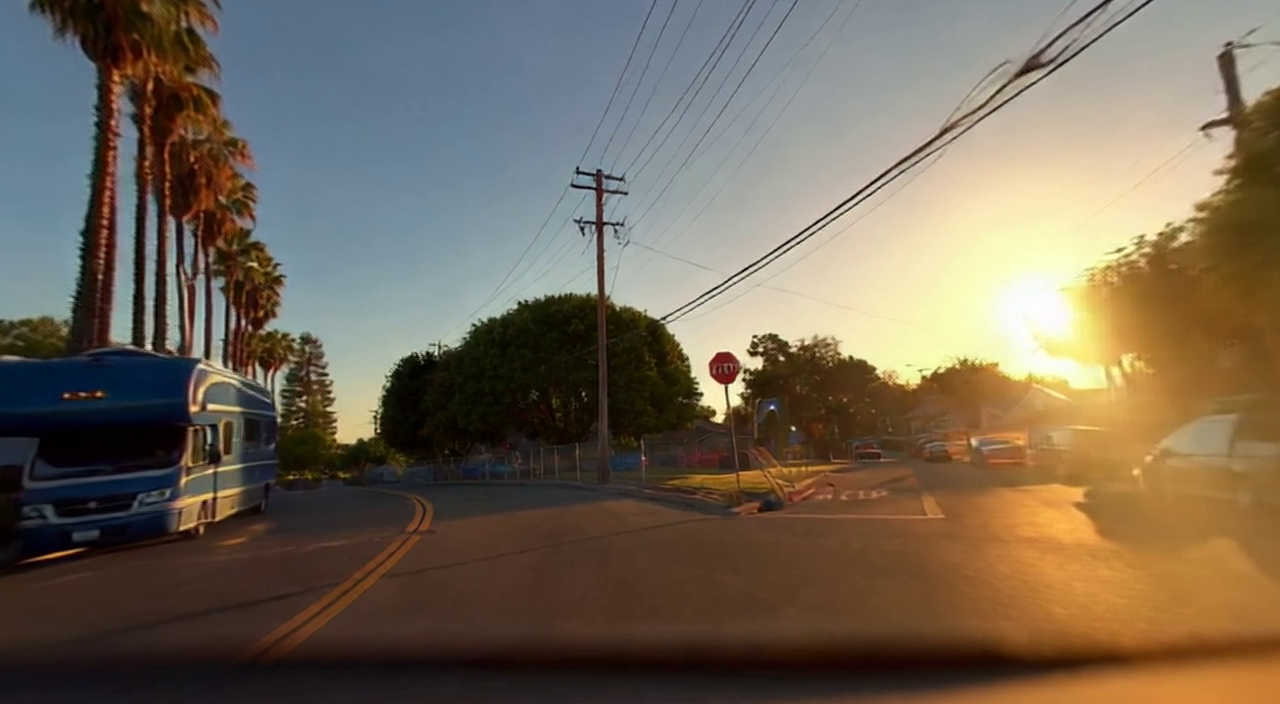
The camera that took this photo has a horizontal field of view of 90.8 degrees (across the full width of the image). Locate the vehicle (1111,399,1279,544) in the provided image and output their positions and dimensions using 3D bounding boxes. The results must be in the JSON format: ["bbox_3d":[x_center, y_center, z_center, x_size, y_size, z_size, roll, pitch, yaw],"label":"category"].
[{"bbox_3d":[10.539,1.784,10.606,2.508,1.887,5.930,-3,-6,20],"label":"vehicle"}]

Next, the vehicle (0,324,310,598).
[{"bbox_3d":[-10.145,2.053,14.153,3.216,3.720,11.364,1,-6,-20],"label":"vehicle"}]

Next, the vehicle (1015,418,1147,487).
[{"bbox_3d":[15.186,3.387,22.172,2.451,2.076,4.928,-3,-6,19],"label":"vehicle"}]

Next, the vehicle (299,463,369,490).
[{"bbox_3d":[-23.162,9.399,47.821,4.586,1.784,1.890,-2,-6,17],"label":"vehicle"}]

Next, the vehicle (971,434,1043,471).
[{"bbox_3d":[18.864,5.133,32.661,2.016,1.687,4.272,-2,-6,14],"label":"vehicle"}]

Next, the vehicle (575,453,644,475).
[{"bbox_3d":[-2.325,8.565,48.582,4.952,1.472,1.837,2,-7,-20],"label":"vehicle"}]

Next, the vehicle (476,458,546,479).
[{"bbox_3d":[-9.563,8.695,47.049,4.966,1.377,1.739,1,-7,-7],"label":"vehicle"}]

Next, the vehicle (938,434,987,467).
[{"bbox_3d":[21.545,6.538,42.400,1.974,1.894,4.810,-3,-6,17],"label":"vehicle"}]
